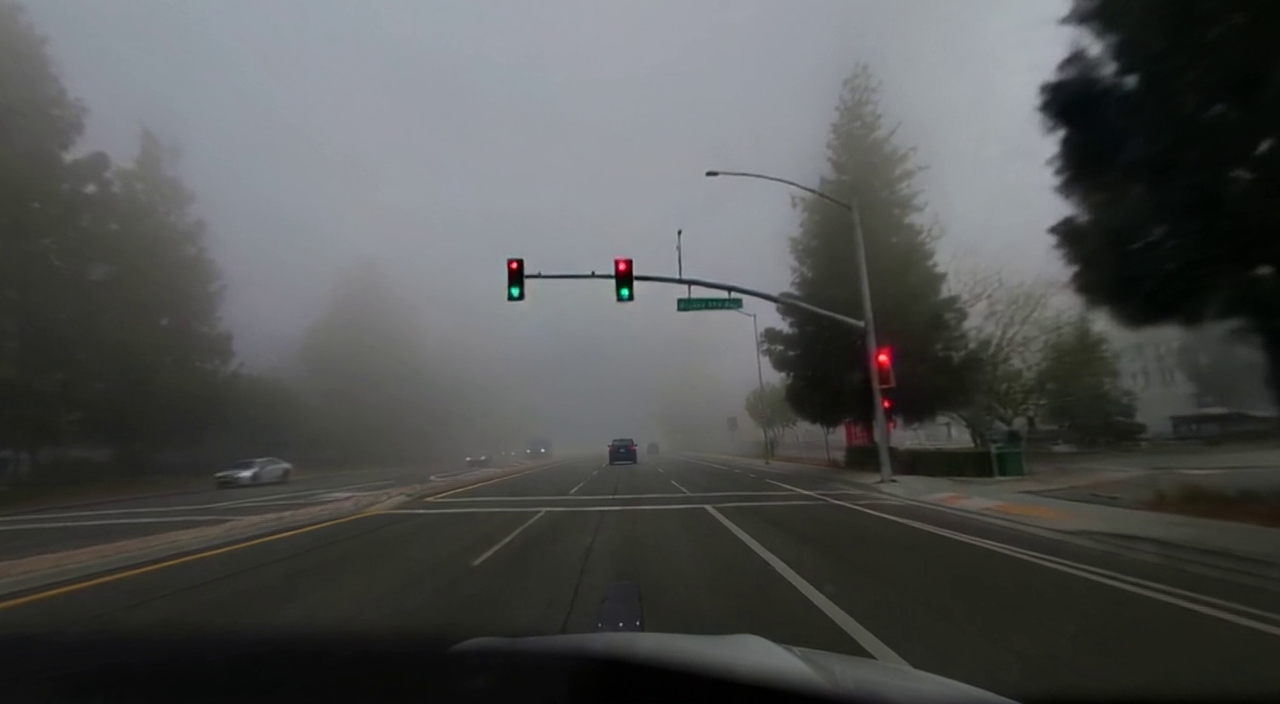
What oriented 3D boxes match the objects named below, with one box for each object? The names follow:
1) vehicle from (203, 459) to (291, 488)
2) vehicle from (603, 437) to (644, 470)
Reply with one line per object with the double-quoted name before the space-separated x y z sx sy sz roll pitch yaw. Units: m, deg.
"vehicle" -22.685 7.013 36.703 1.961 1.486 4.853 0 -9 0
"vehicle" -0.877 5.711 35.620 2.174 1.703 4.231 0 -9 0
